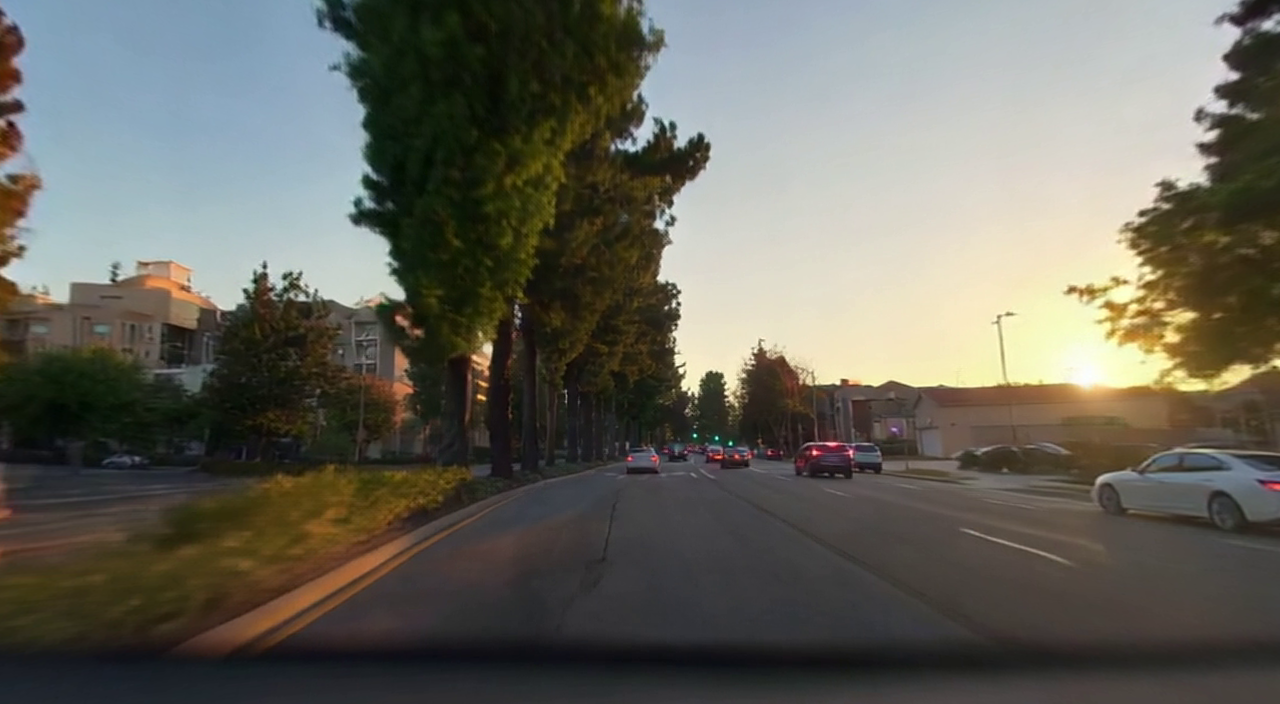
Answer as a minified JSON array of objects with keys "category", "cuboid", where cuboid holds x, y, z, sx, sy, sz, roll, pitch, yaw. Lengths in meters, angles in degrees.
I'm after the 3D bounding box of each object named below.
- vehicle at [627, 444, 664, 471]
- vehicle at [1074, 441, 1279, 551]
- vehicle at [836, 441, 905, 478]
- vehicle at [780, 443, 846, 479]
[{"category":"vehicle","cuboid":[0.359,6.098,36.680,2.077,1.477,3.897,0,-8,2]},{"category":"vehicle","cuboid":[9.923,2.292,10.796,1.888,1.508,4.646,0,-8,3]},{"category":"vehicle","cuboid":[11.470,5.354,31.733,1.945,1.687,4.292,0,-8,2]},{"category":"vehicle","cuboid":[7.650,4.838,28.380,2.020,1.472,3.958,0,-8,3]}]
